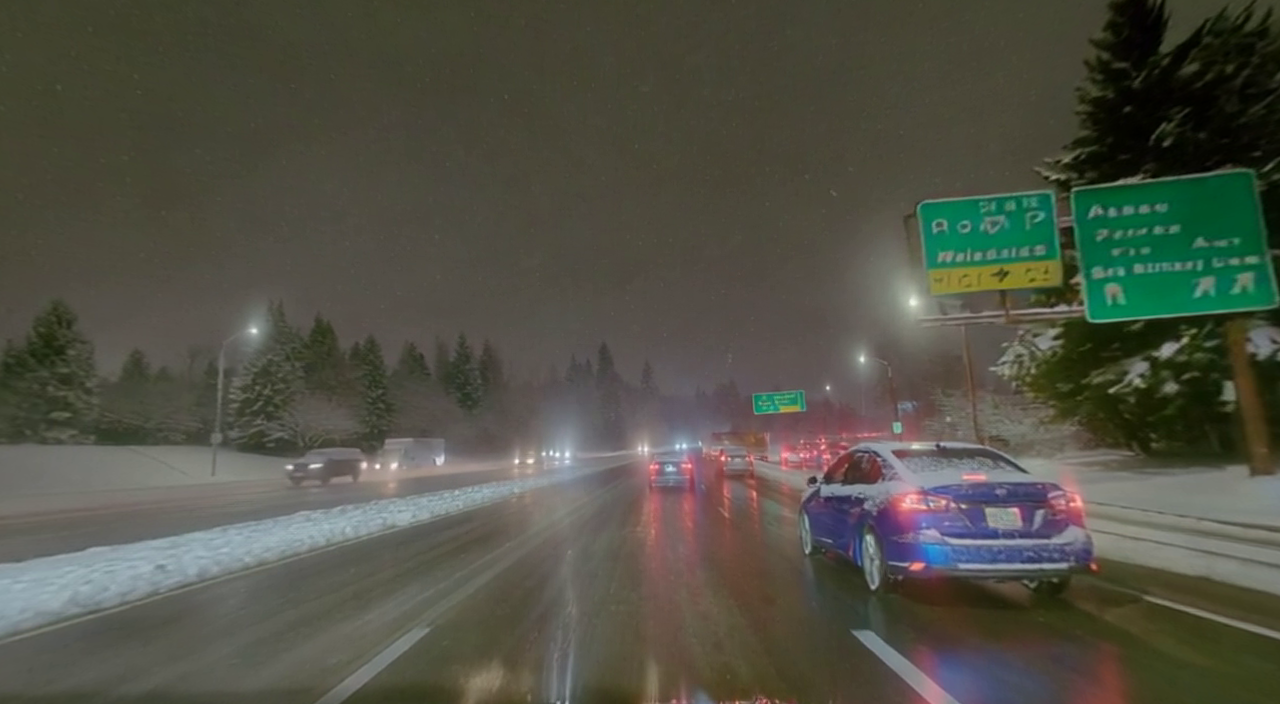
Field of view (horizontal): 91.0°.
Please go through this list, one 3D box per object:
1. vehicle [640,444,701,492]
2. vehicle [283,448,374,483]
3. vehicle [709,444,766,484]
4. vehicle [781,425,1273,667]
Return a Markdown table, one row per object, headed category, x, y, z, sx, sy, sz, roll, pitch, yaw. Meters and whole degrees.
| category | x | y | z | sx | sy | sz | roll | pitch | yaw |
| --- | --- | --- | --- | --- | --- | --- | --- | --- | --- |
| vehicle | 1.135 | 4.275 | 23.426 | 2.074 | 1.614 | 3.803 | -1 | -9 | 3 |
| vehicle | -18.246 | 6.657 | 37.233 | 2.113 | 1.862 | 5.561 | -1 | -9 | 5 |
| vehicle | 4.338 | 5.050 | 28.638 | 2.076 | 1.684 | 4.241 | 0 | -9 | 3 |
| vehicle | 2.922 | 1.570 | 6.265 | 2.009 | 1.489 | 4.559 | 0 | -9 | 0 |
